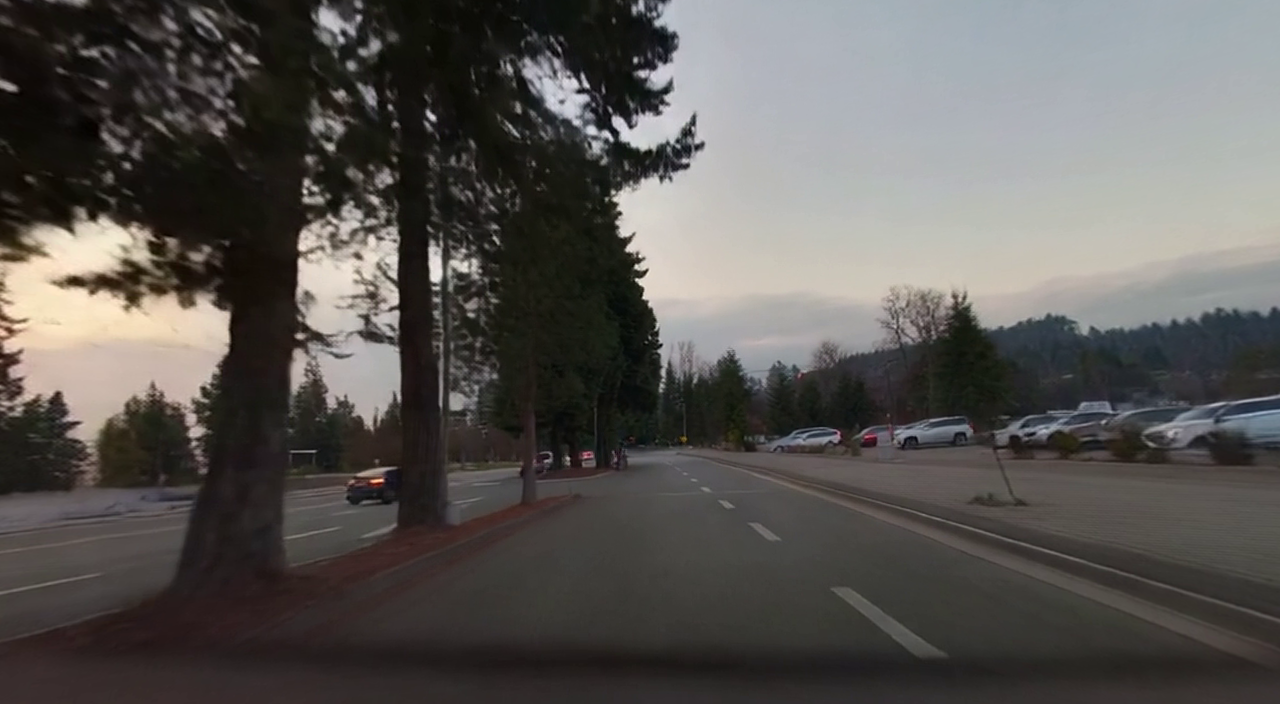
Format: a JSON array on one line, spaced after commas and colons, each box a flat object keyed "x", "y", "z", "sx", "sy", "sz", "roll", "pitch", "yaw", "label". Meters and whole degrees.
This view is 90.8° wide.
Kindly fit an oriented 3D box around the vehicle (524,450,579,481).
[{"x": -5.252, "y": 6.805, "z": 38.277, "sx": 2.049, "sy": 1.699, "sz": 4.860, "roll": -1, "pitch": -8, "yaw": 8, "label": "vehicle"}]

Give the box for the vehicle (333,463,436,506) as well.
[{"x": -10.948, "y": 5.680, "z": 27.562, "sx": 1.886, "sy": 1.535, "sz": 4.742, "roll": -1, "pitch": -8, "yaw": 10, "label": "vehicle"}]
